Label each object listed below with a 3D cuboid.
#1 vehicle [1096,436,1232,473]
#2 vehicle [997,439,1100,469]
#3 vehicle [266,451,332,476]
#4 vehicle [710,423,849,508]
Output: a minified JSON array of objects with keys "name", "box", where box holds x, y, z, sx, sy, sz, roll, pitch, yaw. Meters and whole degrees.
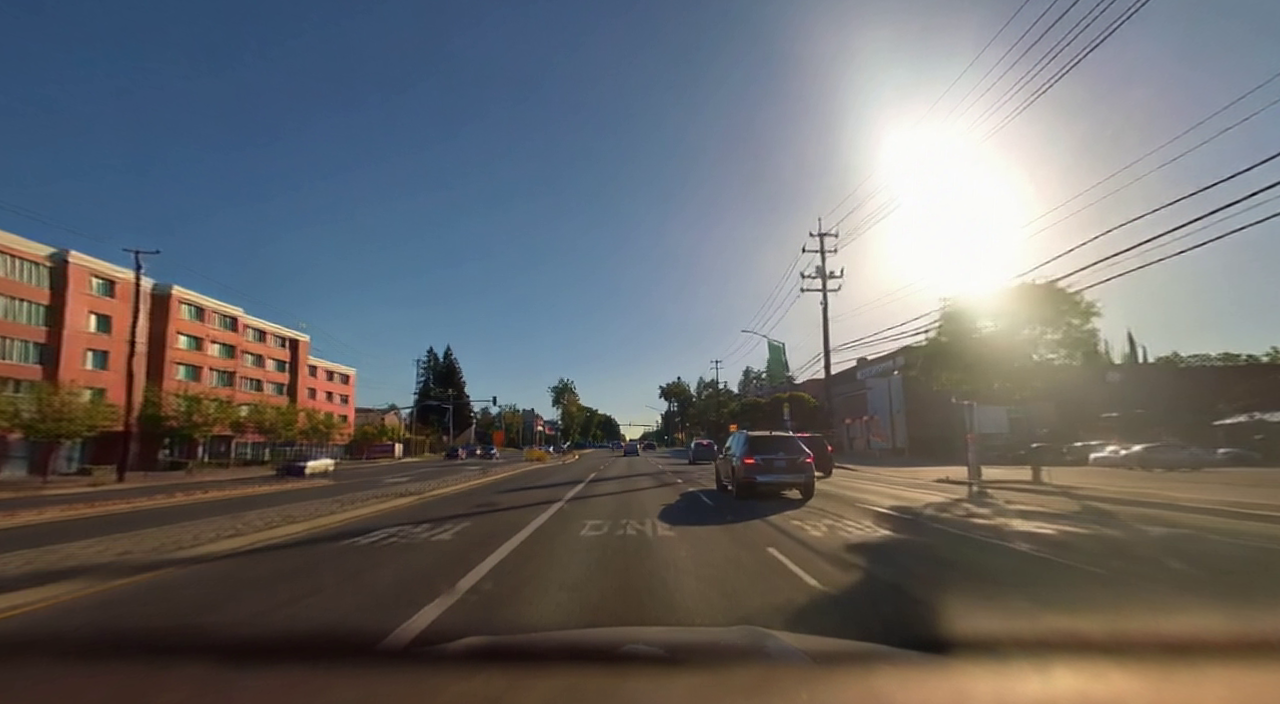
[{"name":"vehicle","box":[24.573,4.815,29.752,4.599,1.647,1.924,0,-8,1]},{"name":"vehicle","box":[24.827,6.206,38.539,4.798,1.699,2.039,0,-8,1]},{"name":"vehicle","box":[-23.642,7.708,44.045,1.985,1.511,4.772,-1,-8,0]},{"name":"vehicle","box":[3.065,2.599,14.920,2.128,1.699,4.222,0,-8,-3]}]
